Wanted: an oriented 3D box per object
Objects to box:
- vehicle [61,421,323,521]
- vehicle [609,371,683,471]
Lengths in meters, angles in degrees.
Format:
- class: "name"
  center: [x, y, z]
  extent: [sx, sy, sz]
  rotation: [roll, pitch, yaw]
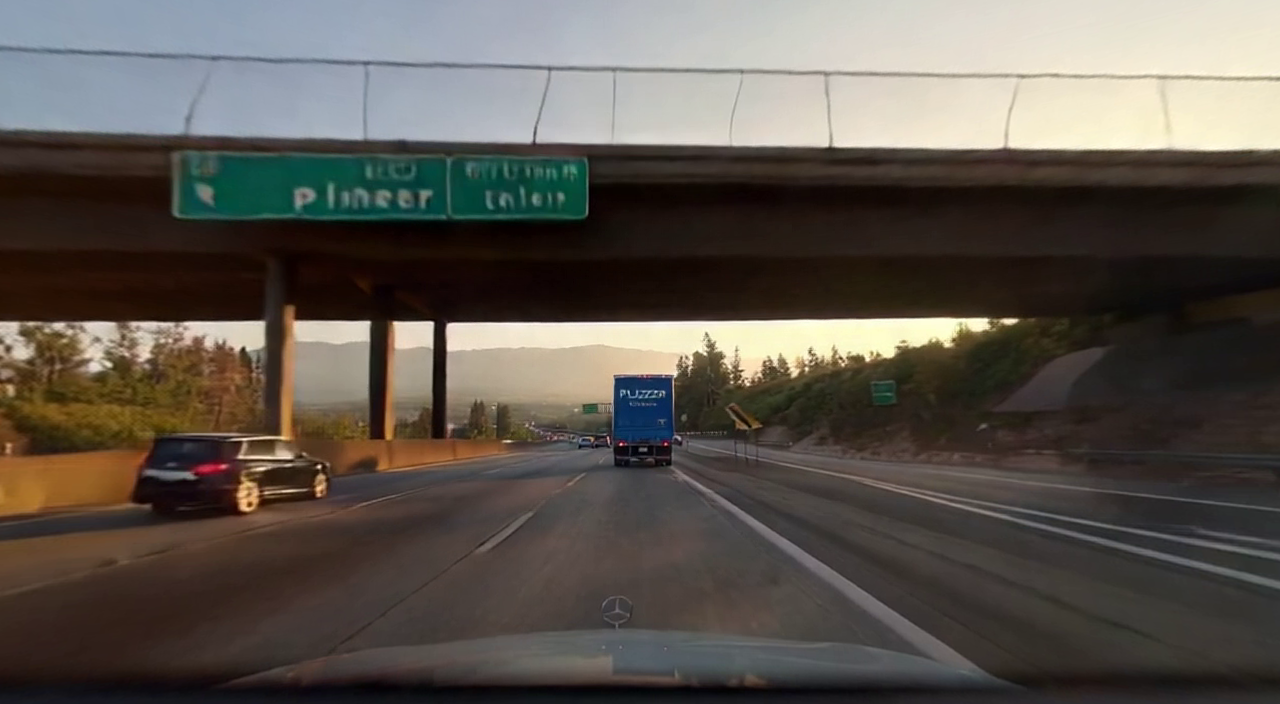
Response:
- class: "vehicle"
  center: [-8.085, 2.152, 11.975]
  extent: [2.041, 1.566, 3.986]
  rotation: [0, -8, 0]
- class: "vehicle"
  center: [0.126, 3.520, 30.840]
  extent: [2.926, 3.959, 11.818]
  rotation: [0, -8, -1]
